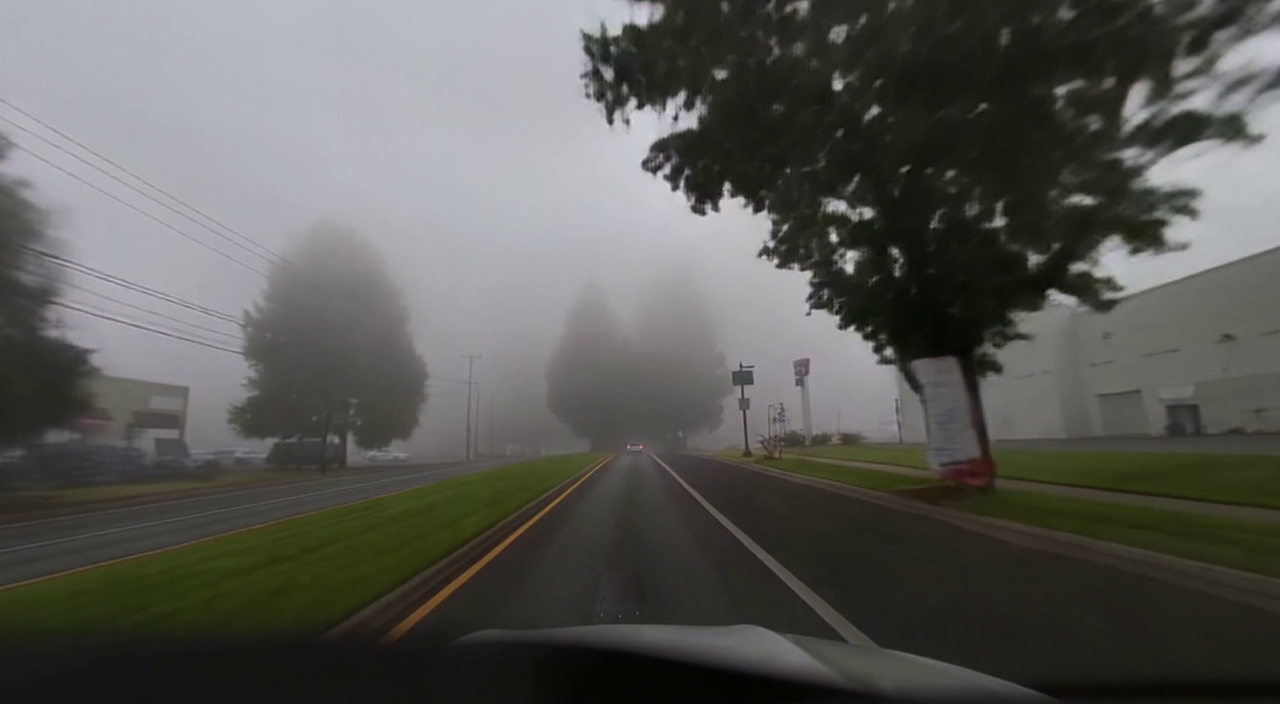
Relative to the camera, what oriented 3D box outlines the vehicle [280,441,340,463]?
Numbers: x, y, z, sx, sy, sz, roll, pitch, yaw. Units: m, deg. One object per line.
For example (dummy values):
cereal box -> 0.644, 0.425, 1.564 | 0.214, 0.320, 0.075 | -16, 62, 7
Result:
vehicle -> -23.556, 7.115, 45.315 | 1.815, 1.460, 4.642 | 0, -8, 0
